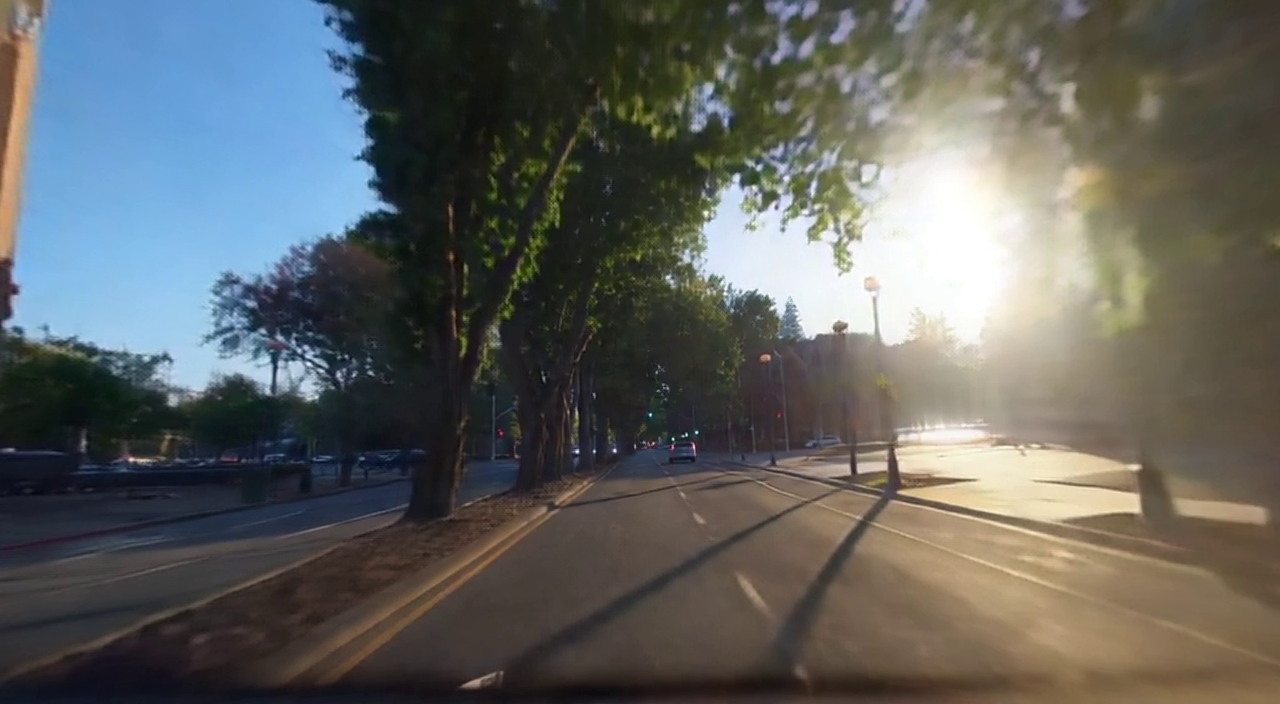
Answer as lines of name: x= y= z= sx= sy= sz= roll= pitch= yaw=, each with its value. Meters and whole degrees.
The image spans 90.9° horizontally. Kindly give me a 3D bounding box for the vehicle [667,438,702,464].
vehicle: x=3.026 y=6.850 z=43.809 sx=2.129 sy=1.719 sz=4.205 roll=0 pitch=-8 yaw=0
